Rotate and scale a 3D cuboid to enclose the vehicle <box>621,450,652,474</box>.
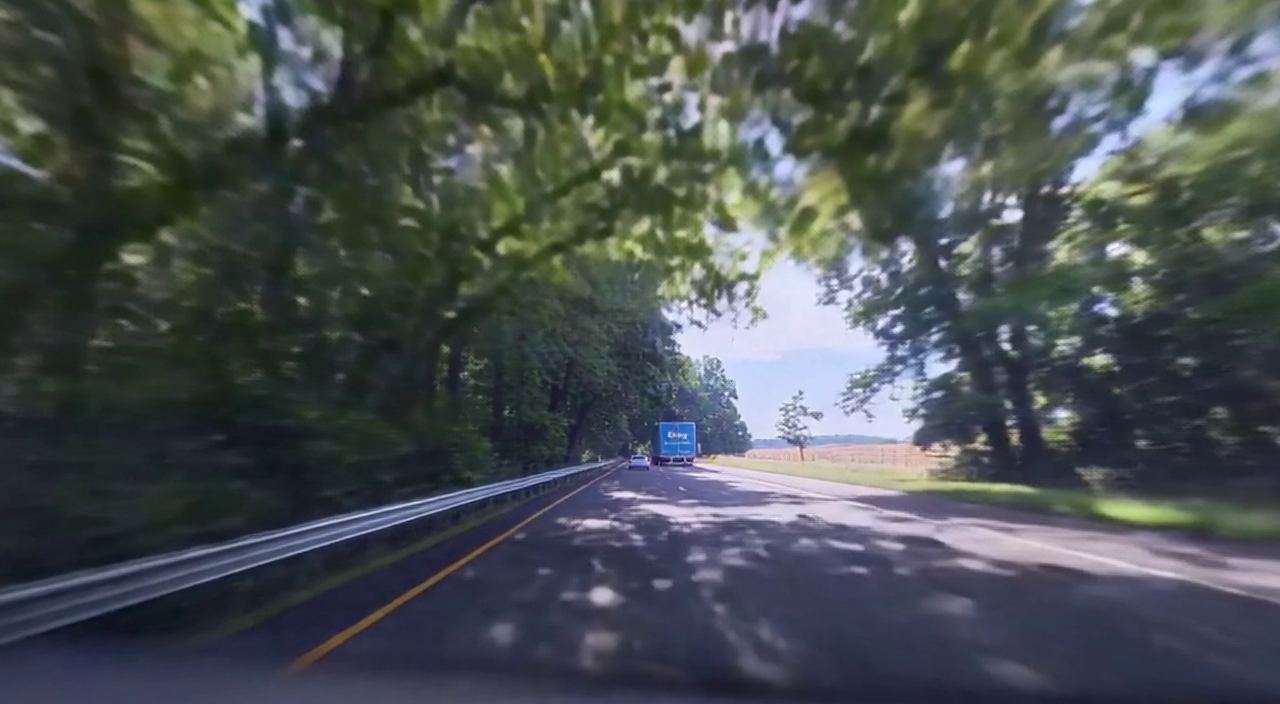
[{"bbox_3d":[-0.221,7.546,43.142,2.057,1.528,3.958,-1,-9,0],"label":"vehicle"}]
